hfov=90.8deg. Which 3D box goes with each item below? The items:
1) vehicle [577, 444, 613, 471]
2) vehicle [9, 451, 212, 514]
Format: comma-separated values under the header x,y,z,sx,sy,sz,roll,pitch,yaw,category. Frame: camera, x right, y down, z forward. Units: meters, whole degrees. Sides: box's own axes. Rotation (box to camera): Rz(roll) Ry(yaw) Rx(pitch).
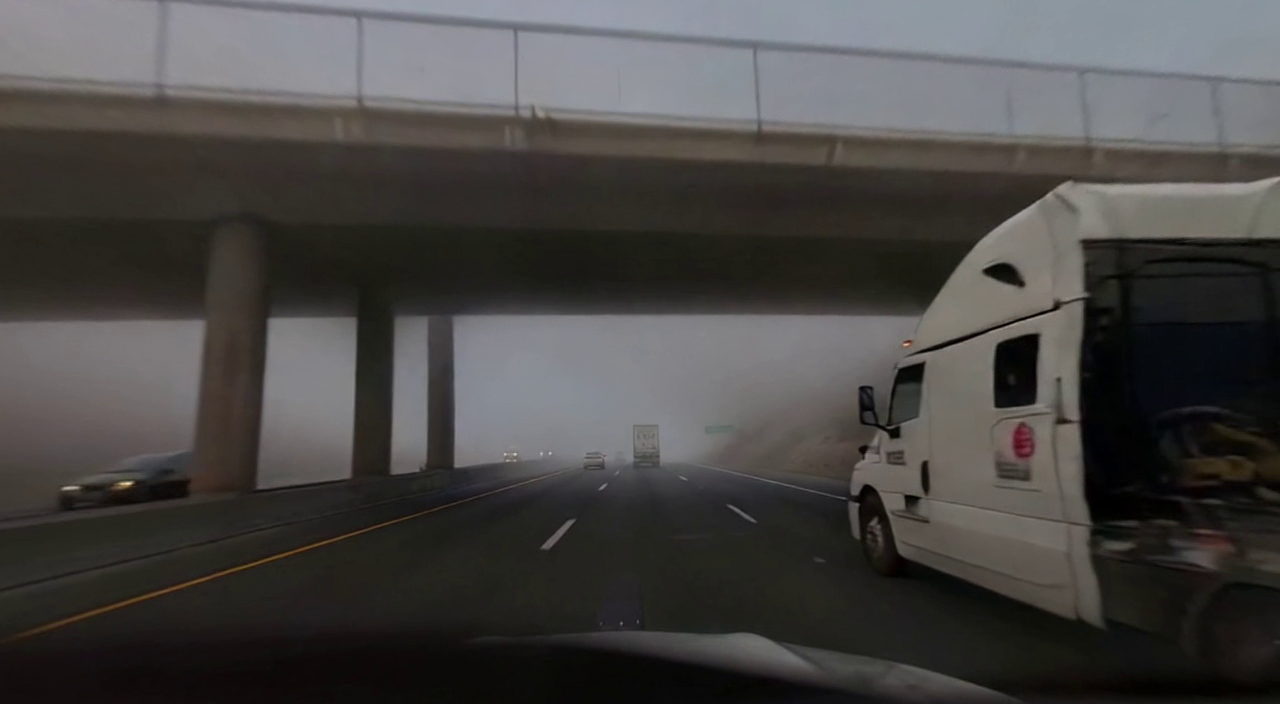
x,y,z,sx,sy,sz,roll,pitch,yaw,category
-2.888,6.864,41.077,2.007,1.647,3.854,0,-9,1,vehicle
-15.403,3.763,18.810,1.889,1.591,4.713,0,-9,1,vehicle
